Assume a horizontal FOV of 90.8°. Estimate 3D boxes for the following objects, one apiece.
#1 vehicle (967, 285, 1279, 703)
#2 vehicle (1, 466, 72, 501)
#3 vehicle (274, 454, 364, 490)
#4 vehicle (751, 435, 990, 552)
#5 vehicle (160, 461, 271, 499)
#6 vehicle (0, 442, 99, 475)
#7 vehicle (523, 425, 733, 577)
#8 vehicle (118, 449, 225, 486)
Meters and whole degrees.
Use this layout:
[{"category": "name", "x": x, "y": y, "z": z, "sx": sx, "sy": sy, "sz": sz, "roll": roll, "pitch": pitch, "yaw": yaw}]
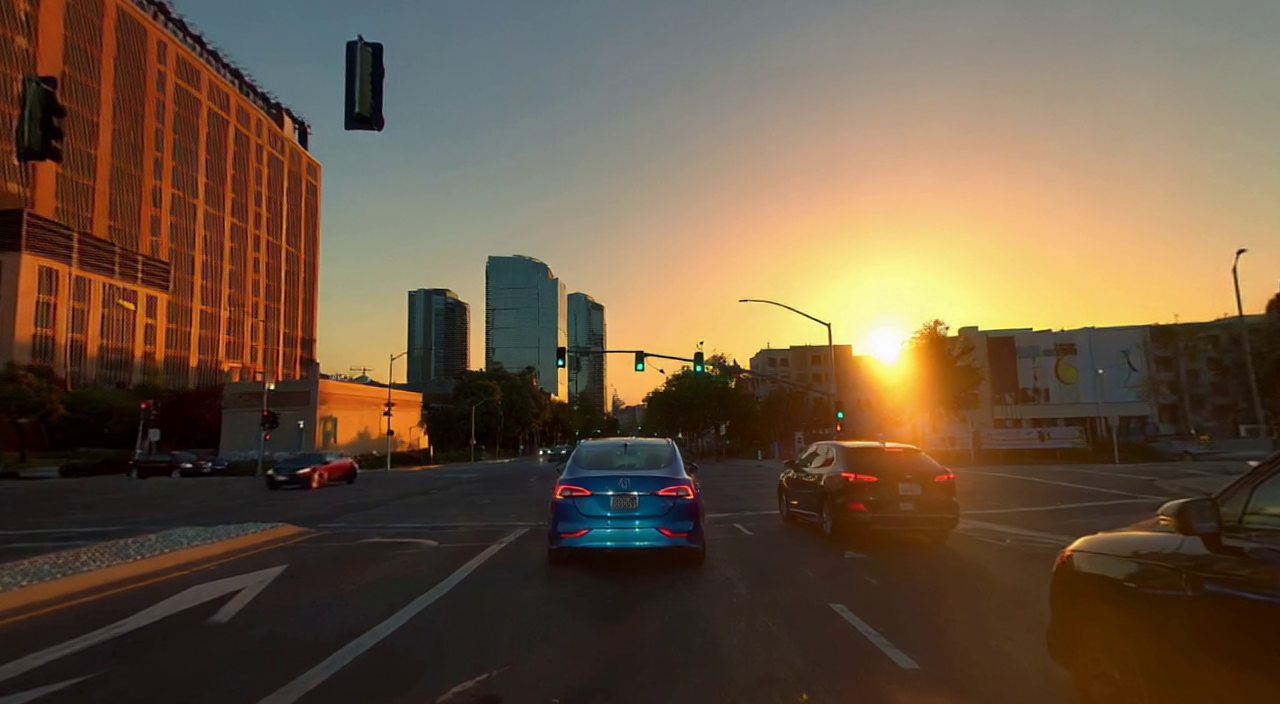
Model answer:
[{"category": "vehicle", "x": 3.012, "y": 0.633, "z": 1.576, "sx": 2.047, "sy": 1.785, "sz": 4.357, "roll": 0, "pitch": -8, "yaw": 0}, {"category": "vehicle", "x": -27.999, "y": 6.081, "z": 29.449, "sx": 1.972, "sy": 1.433, "sz": 4.324, "roll": 8, "pitch": -12, "yaw": -39}, {"category": "vehicle", "x": -14.638, "y": 5.449, "z": 29.097, "sx": 1.817, "sy": 1.442, "sz": 4.371, "roll": 0, "pitch": -8, "yaw": 0}, {"category": "vehicle", "x": 3.221, "y": 2.065, "z": 10.009, "sx": 2.009, "sy": 1.414, "sz": 4.416, "roll": 0, "pitch": -8, "yaw": -2}, {"category": "vehicle", "x": -19.075, "y": 5.766, "z": 28.701, "sx": 1.942, "sy": 1.453, "sz": 4.448, "roll": 0, "pitch": -8, "yaw": 0}, {"category": "vehicle", "x": -35.727, "y": 6.331, "z": 37.715, "sx": 2.145, "sy": 1.797, "sz": 5.198, "roll": -1, "pitch": -9, "yaw": 1}, {"category": "vehicle", "x": -0.138, "y": 1.788, "z": 8.348, "sx": 2.095, "sy": 1.502, "sz": 3.873, "roll": 0, "pitch": -8, "yaw": 0}, {"category": "vehicle", "x": -27.480, "y": 6.759, "z": 37.358, "sx": 2.300, "sy": 1.932, "sz": 5.056, "roll": -1, "pitch": -8, "yaw": 2}]
